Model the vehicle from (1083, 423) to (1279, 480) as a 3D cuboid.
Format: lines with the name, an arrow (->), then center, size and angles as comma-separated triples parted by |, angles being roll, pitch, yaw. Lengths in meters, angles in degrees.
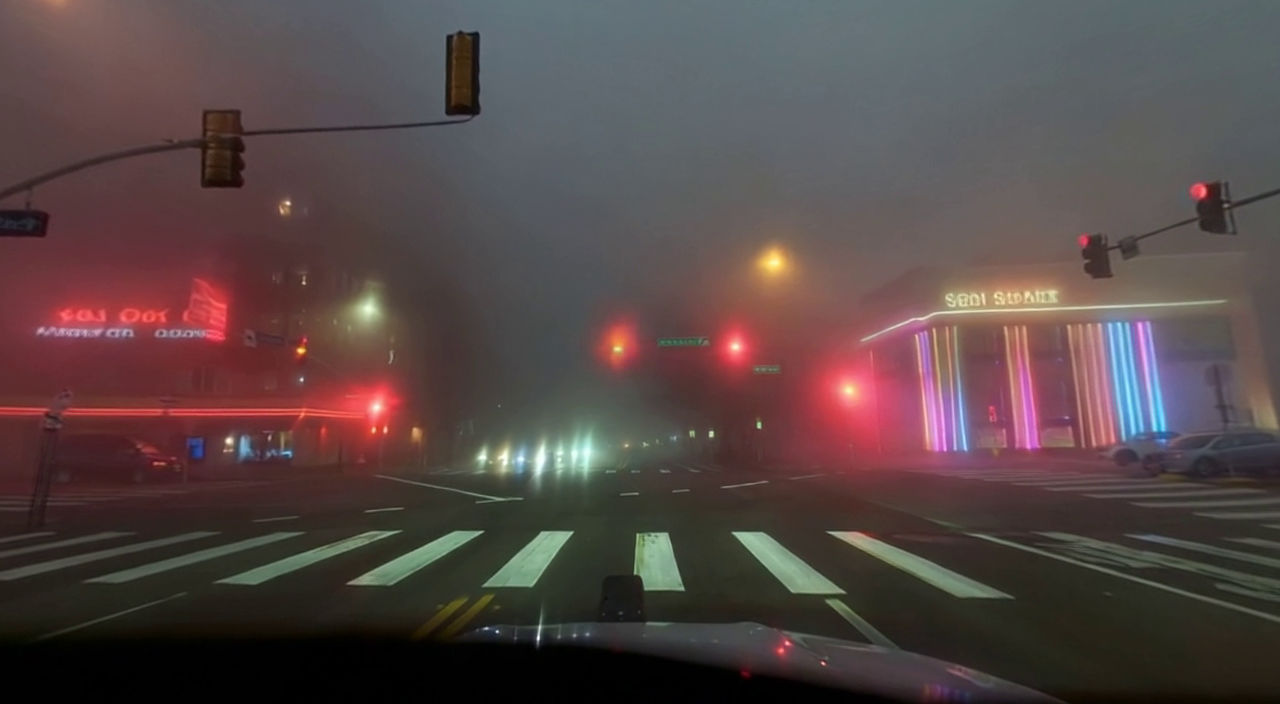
vehicle -> 15.405, 2.753, 17.518 | 4.651, 1.463, 1.880 | -2, -9, 9

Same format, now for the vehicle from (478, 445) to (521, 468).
vehicle -> -9.882, 7.409, 44.860 | 2.106, 1.505, 4.228 | 0, -9, -1

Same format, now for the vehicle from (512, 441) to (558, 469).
vehicle -> -6.813, 6.739, 41.513 | 2.181, 1.703, 4.512 | -1, -9, 1

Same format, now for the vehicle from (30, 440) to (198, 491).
vehicle -> -21.158, 4.532, 25.517 | 5.161, 1.910, 2.275 | -2, -9, 11
